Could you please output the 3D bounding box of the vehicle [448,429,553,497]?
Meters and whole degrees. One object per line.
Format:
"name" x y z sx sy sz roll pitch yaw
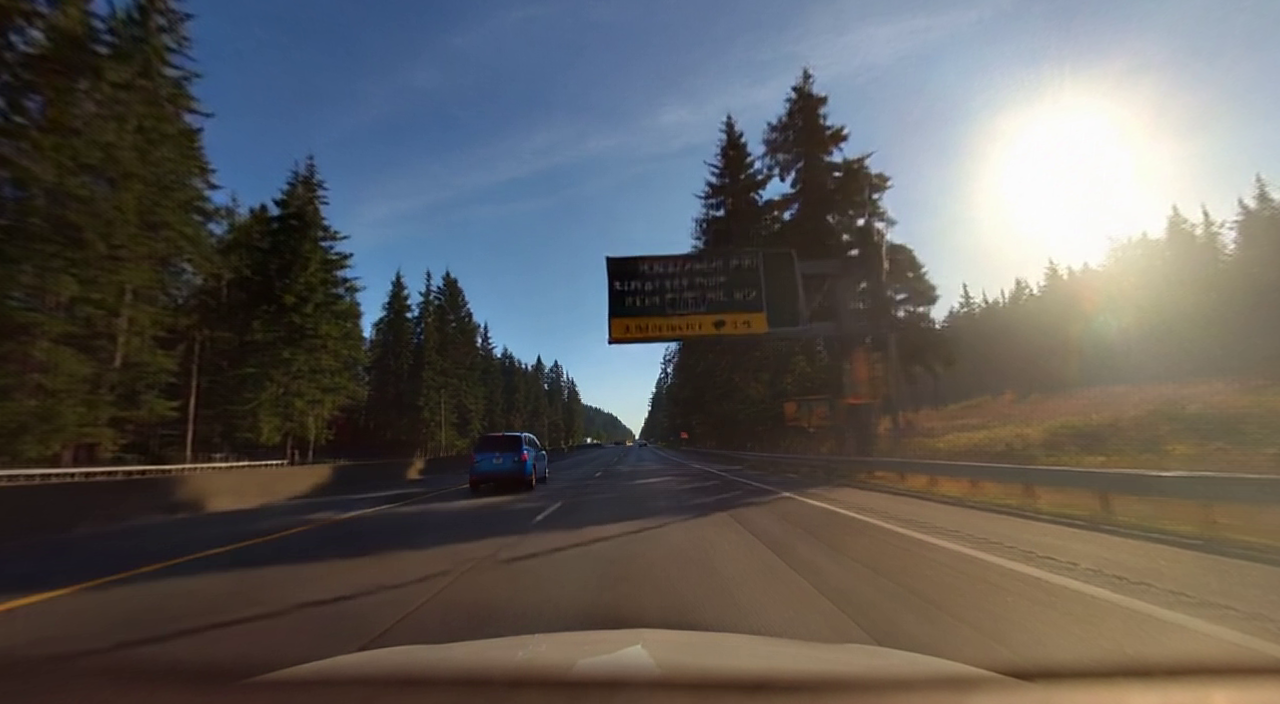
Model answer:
"vehicle" -3.954 3.241 18.778 2.084 1.752 4.479 0 -8 0
